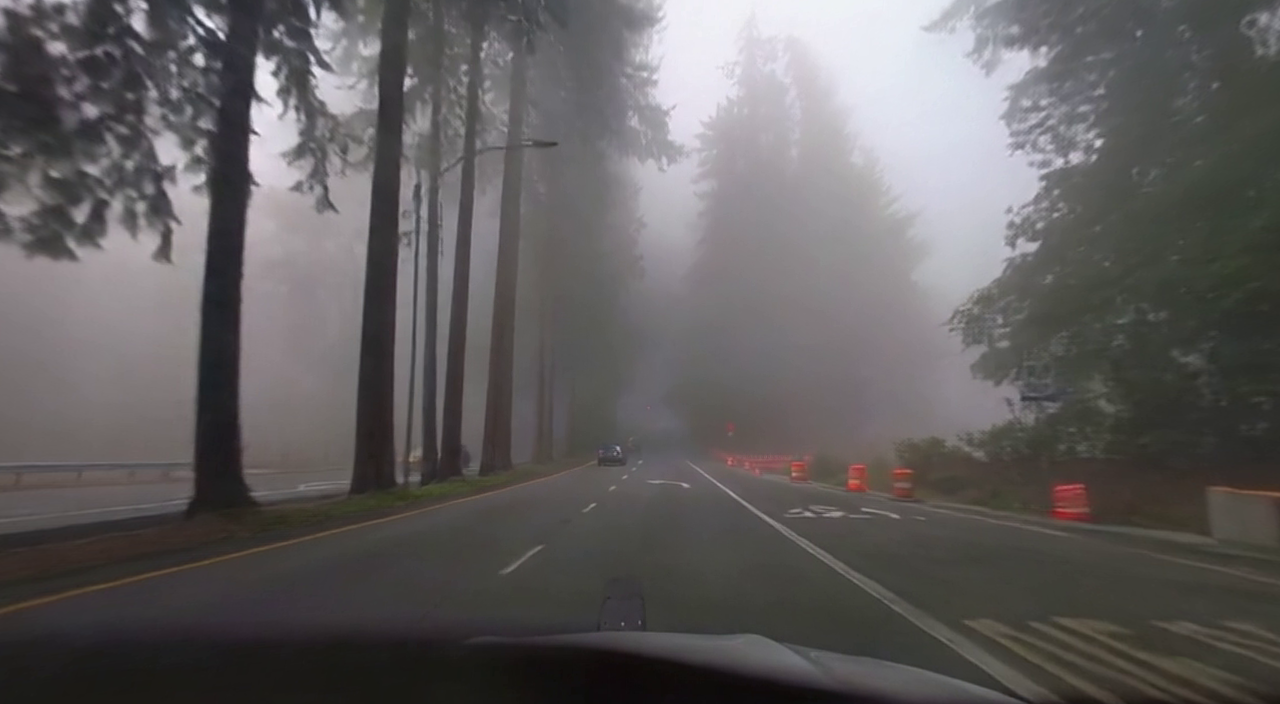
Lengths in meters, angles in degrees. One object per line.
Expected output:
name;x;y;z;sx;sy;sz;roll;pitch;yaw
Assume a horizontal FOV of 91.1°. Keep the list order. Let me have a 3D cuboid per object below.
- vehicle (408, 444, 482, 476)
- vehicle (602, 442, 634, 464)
vehicle;-9.640;5.365;31.450;1.953;1.471;4.670;0;-9;4
vehicle;-1.551;7.397;45.893;2.029;1.511;3.922;0;-9;2
